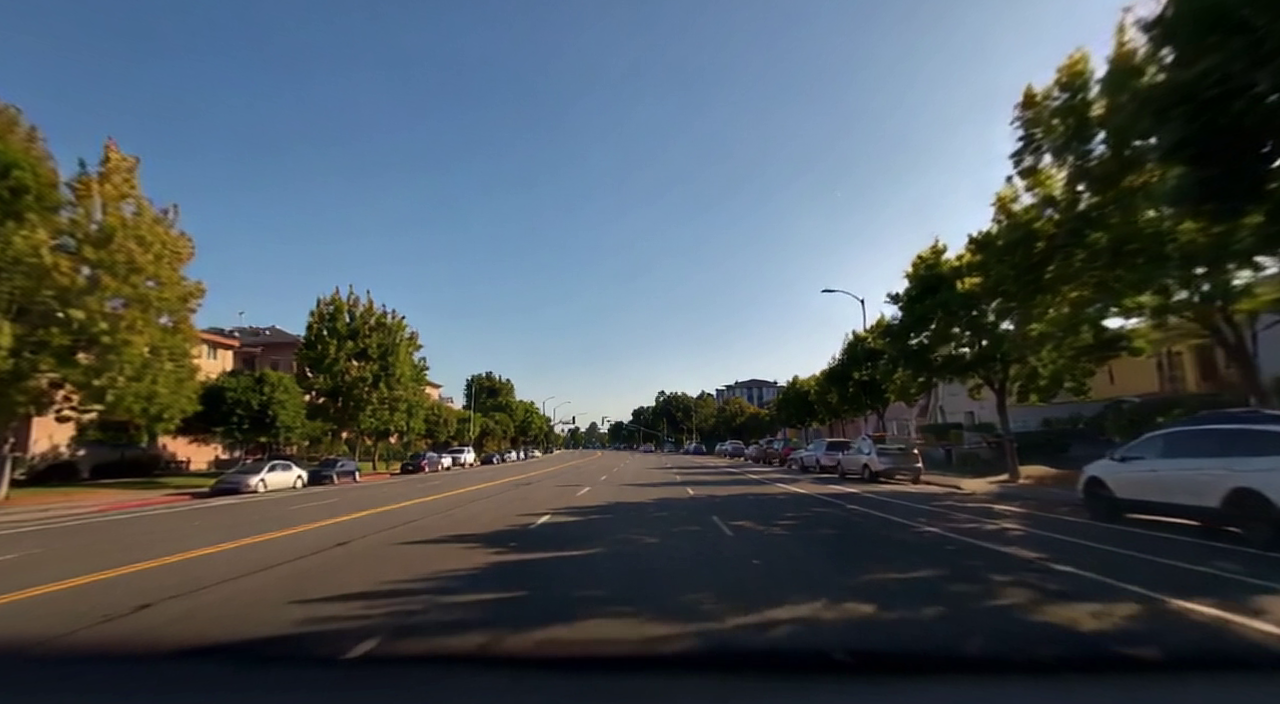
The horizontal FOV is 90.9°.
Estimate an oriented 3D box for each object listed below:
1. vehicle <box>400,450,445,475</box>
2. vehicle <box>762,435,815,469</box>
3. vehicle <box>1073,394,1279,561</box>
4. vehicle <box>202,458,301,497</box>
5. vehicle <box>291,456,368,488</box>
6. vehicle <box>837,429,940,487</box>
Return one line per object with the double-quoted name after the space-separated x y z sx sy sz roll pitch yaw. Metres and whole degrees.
-16.667 8.451 48.500 1.913 1.744 4.478 -1 -9 -2 "vehicle"
9.994 6.830 42.978 2.115 2.151 5.826 0 -9 -1 "vehicle"
9.131 1.719 8.824 2.215 2.068 5.493 0 -9 0 "vehicle"
-17.260 5.554 28.291 1.879 1.494 4.227 -1 -9 -3 "vehicle"
-16.783 6.475 34.343 1.868 1.470 4.652 -1 -9 0 "vehicle"
9.816 4.240 25.511 2.169 2.043 5.484 -1 -9 3 "vehicle"
